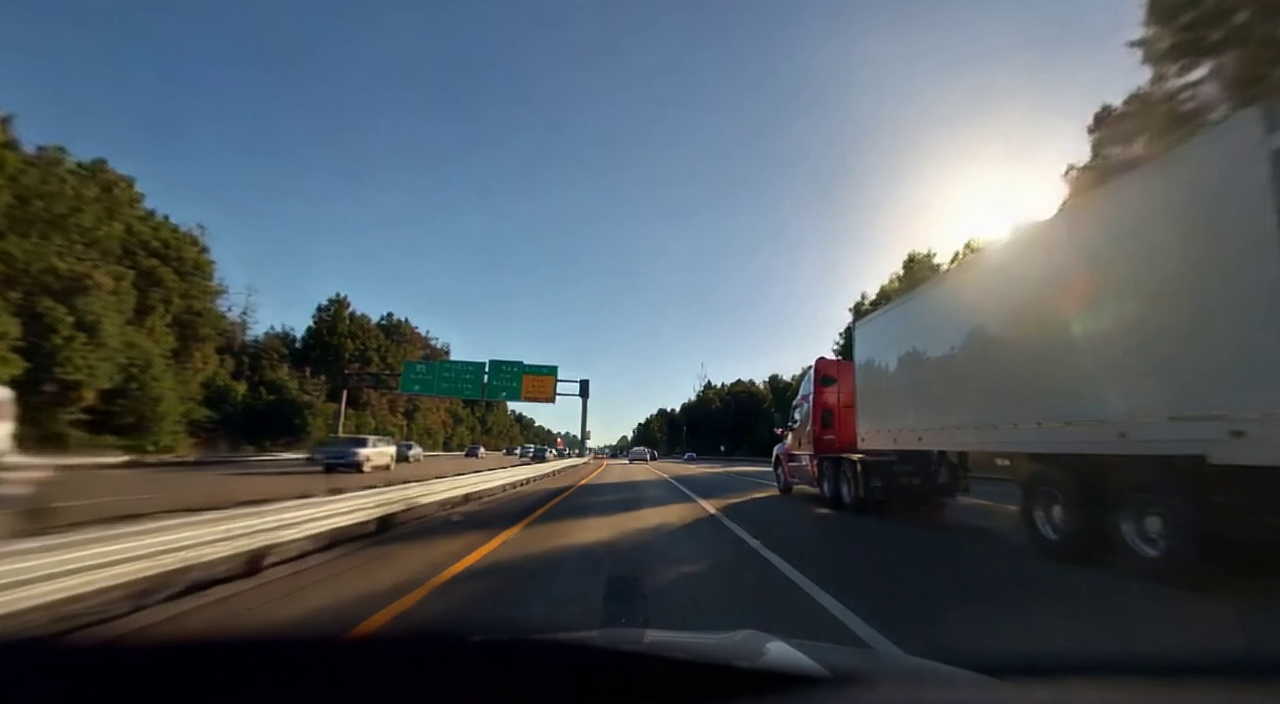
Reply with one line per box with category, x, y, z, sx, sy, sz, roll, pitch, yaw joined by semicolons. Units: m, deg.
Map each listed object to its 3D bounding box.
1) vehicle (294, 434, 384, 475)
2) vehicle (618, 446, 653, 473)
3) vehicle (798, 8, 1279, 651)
vehicle;-12.147;4.151;25.703;1.778;1.524;3.800;0;-9;0
vehicle;-0.270;6.675;39.213;2.111;1.599;3.859;0;-9;0
vehicle;5.635;0.812;10.093;2.890;4.006;14.039;-1;-9;1
